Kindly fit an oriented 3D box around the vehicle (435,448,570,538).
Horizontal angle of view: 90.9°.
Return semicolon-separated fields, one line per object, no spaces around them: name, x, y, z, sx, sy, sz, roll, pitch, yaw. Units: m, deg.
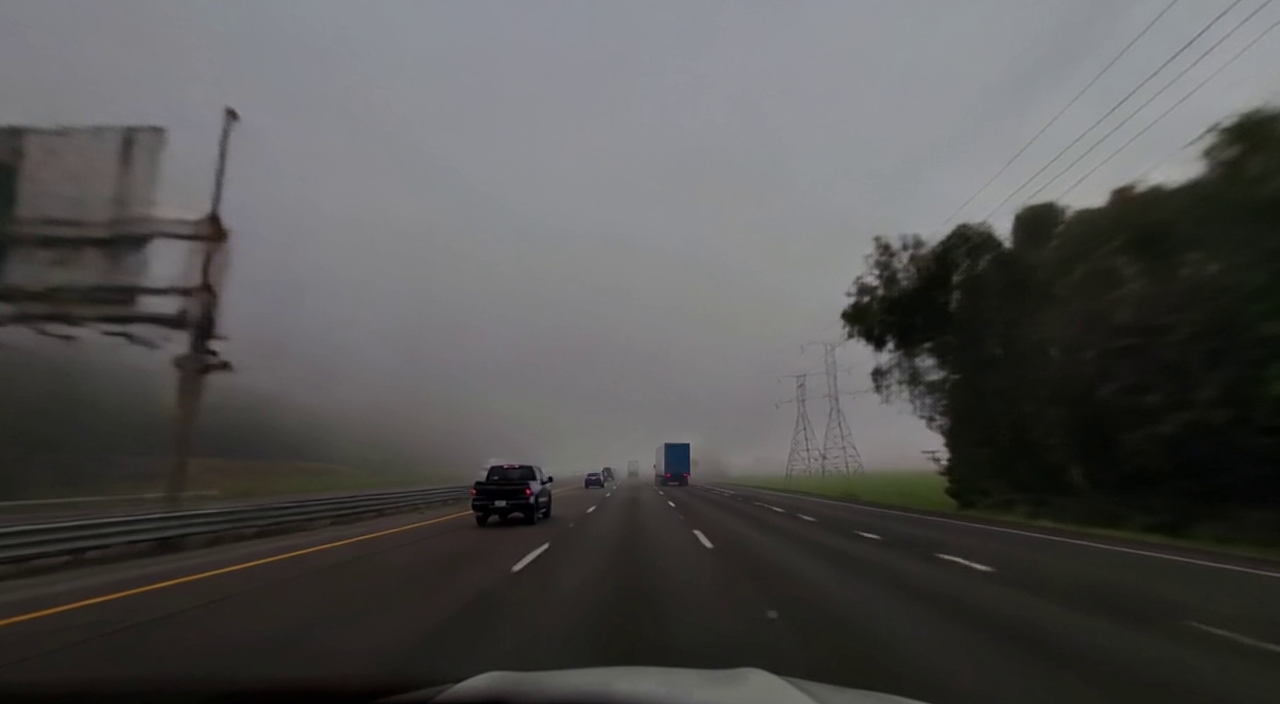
vehicle;-2.941;3.180;14.616;2.065;1.722;4.441;1;-11;1
